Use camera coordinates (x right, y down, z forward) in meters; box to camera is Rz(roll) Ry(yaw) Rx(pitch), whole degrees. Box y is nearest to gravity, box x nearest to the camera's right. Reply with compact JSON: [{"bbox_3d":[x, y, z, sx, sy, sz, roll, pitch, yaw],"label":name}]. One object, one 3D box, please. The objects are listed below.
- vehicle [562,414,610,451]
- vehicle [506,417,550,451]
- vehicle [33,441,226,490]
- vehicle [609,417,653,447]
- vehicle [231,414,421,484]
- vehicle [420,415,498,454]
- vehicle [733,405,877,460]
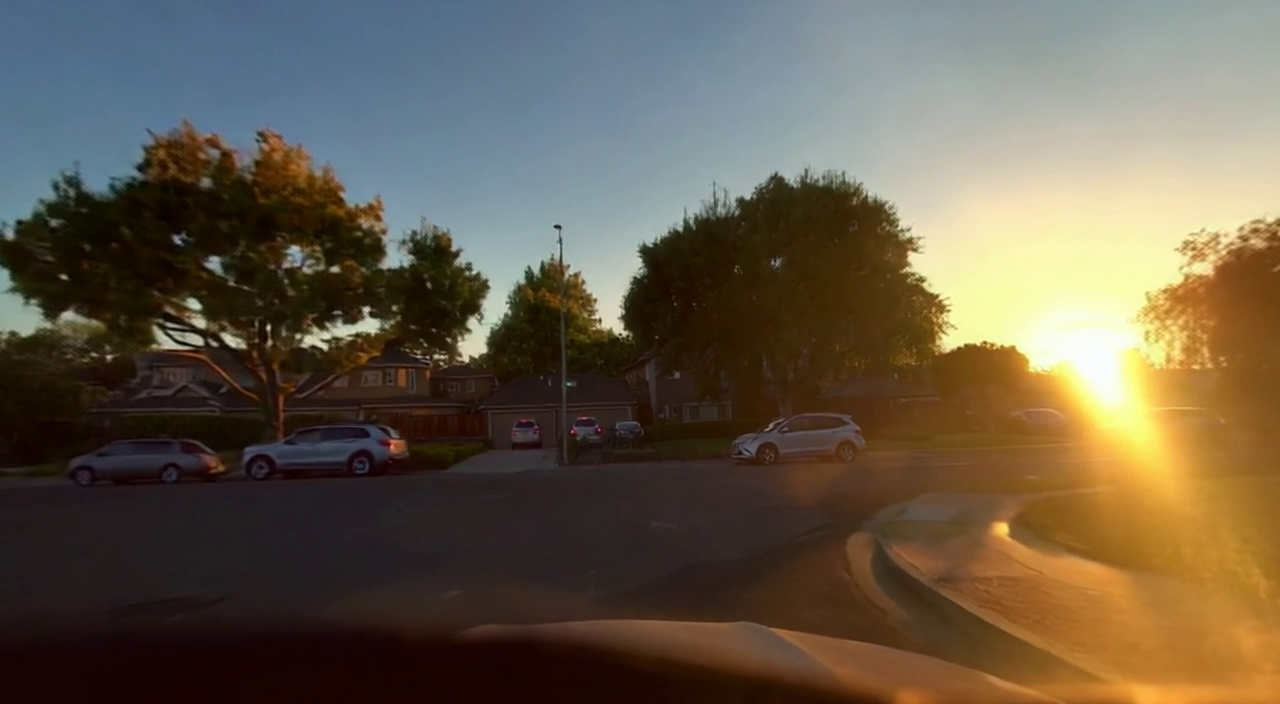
[{"bbox_3d":[-3.210,4.655,36.465,2.278,1.969,5.533,1,-8,-10],"label":"vehicle"},{"bbox_3d":[-6.824,5.017,38.327,2.391,1.894,5.075,1,-8,-11],"label":"vehicle"},{"bbox_3d":[-16.914,3.773,21.166,4.650,1.480,1.782,1,-9,-8],"label":"vehicle"},{"bbox_3d":[-0.636,4.843,38.014,2.005,1.699,4.234,1,-8,-10],"label":"vehicle"},{"bbox_3d":[-10.803,3.362,22.220,5.419,2.292,2.272,1,-7,-8],"label":"vehicle"},{"bbox_3d":[-10.519,4.803,36.412,2.307,2.043,5.475,7,-11,-38],"label":"vehicle"},{"bbox_3d":[6.272,3.141,24.409,4.919,1.969,2.104,2,-9,-5],"label":"vehicle"}]
